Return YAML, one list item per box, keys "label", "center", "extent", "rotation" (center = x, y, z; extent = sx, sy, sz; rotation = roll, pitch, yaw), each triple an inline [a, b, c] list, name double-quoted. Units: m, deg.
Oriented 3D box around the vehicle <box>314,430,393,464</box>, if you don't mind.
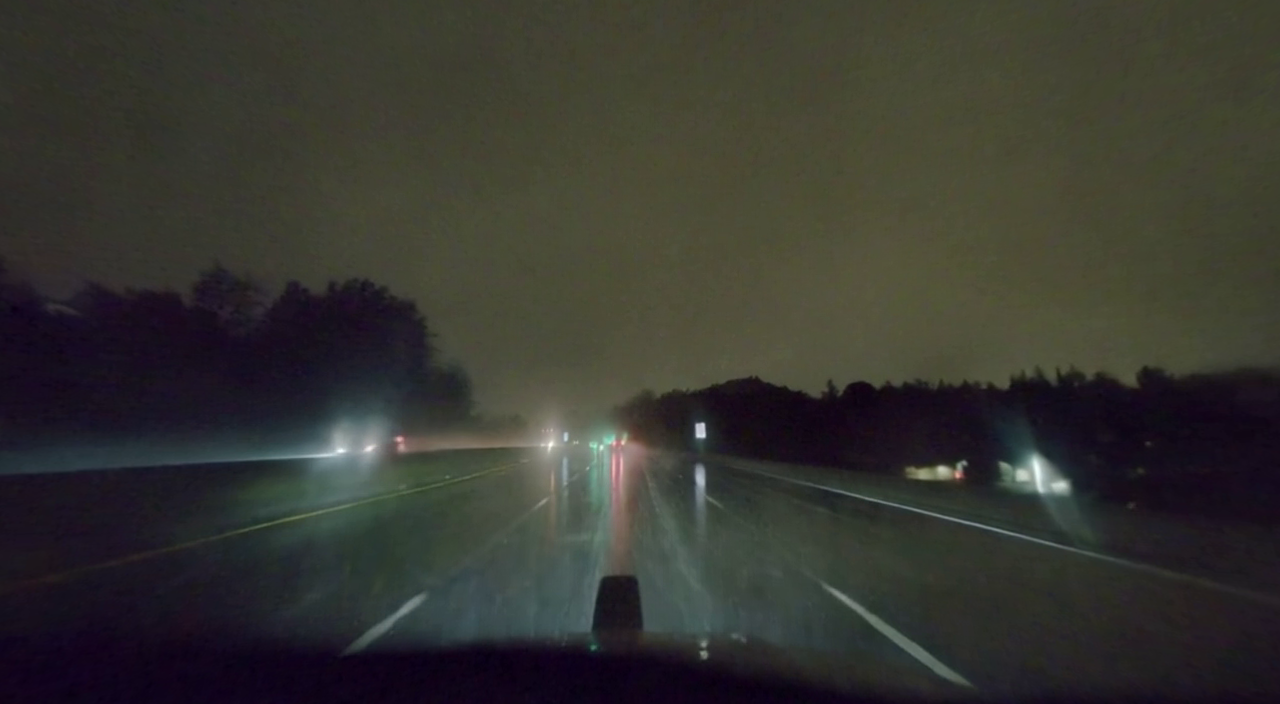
- label: "vehicle"
  center: [-14.247, 4.726, 31.609]
  extent: [2.011, 1.555, 4.404]
  rotation: [0, -8, -3]
